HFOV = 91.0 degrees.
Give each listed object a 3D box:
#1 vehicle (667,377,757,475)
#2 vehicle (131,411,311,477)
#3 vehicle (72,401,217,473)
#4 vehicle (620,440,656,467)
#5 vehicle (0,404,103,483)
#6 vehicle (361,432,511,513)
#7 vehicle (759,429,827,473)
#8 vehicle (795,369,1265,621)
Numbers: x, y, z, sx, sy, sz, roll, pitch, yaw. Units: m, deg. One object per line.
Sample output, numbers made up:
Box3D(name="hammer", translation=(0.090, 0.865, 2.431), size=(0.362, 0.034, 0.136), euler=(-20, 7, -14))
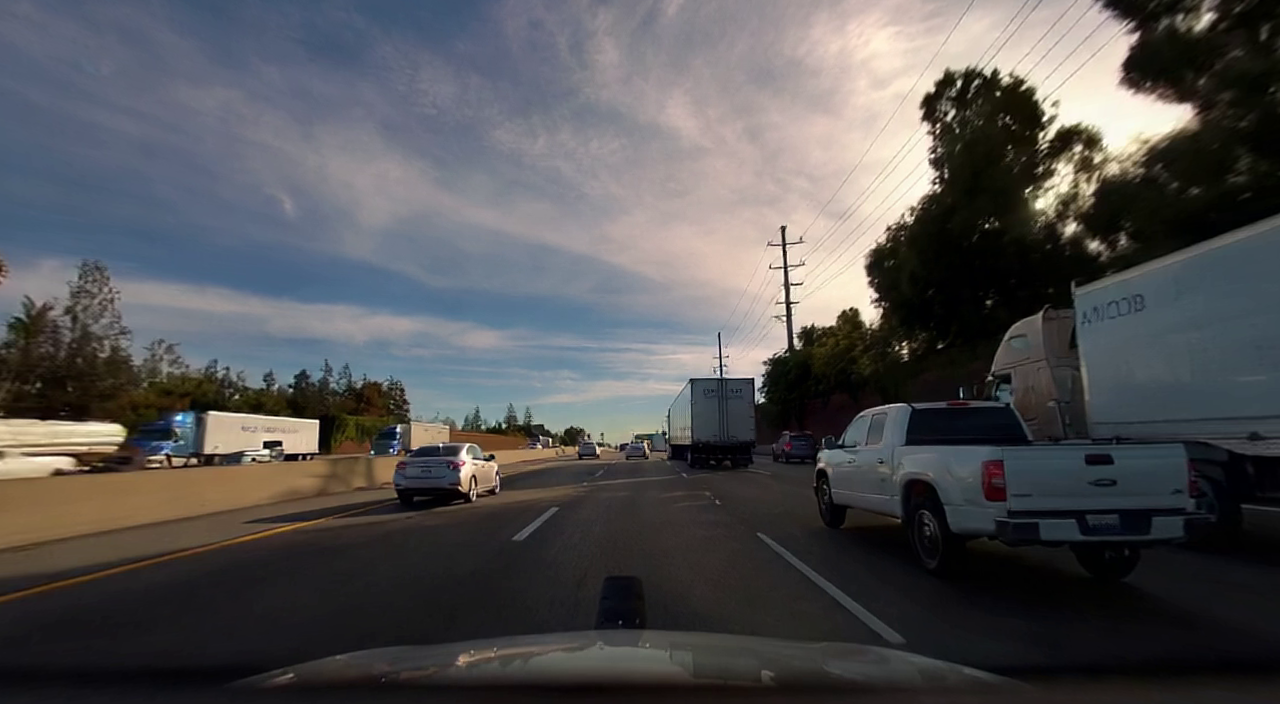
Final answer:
Box3D(name="vehicle", translation=(3.365, 4.253, 34.536), size=(2.907, 4.109, 16.177), euler=(0, -8, 0))
Box3D(name="vehicle", translation=(-29.405, 6.489, 45.955), size=(3.049, 3.899, 16.316), euler=(0, -7, -4))
Box3D(name="vehicle", translation=(-28.744, 5.012, 37.021), size=(3.015, 3.829, 6.868), euler=(0, -8, -3))
Box3D(name="vehicle", translation=(-0.108, 5.947, 37.084), size=(2.047, 1.485, 3.938), euler=(0, -8, 0))
Box3D(name="vehicle", translation=(-20.295, 2.788, 19.152), size=(2.251, 2.324, 6.186), euler=(0, -8, 2))
Box3D(name="vehicle", translation=(-4.232, 2.544, 13.787), size=(1.968, 1.507, 3.829), euler=(0, -8, 1))
Box3D(name="vehicle", translation=(7.387, 4.839, 30.932), size=(2.079, 1.938, 4.630), euler=(0, -8, -1))
Box3D(name="vehicle", translation=(3.532, 1.418, 7.256), size=(2.132, 1.869, 4.978), euler=(0, -8, -1))
